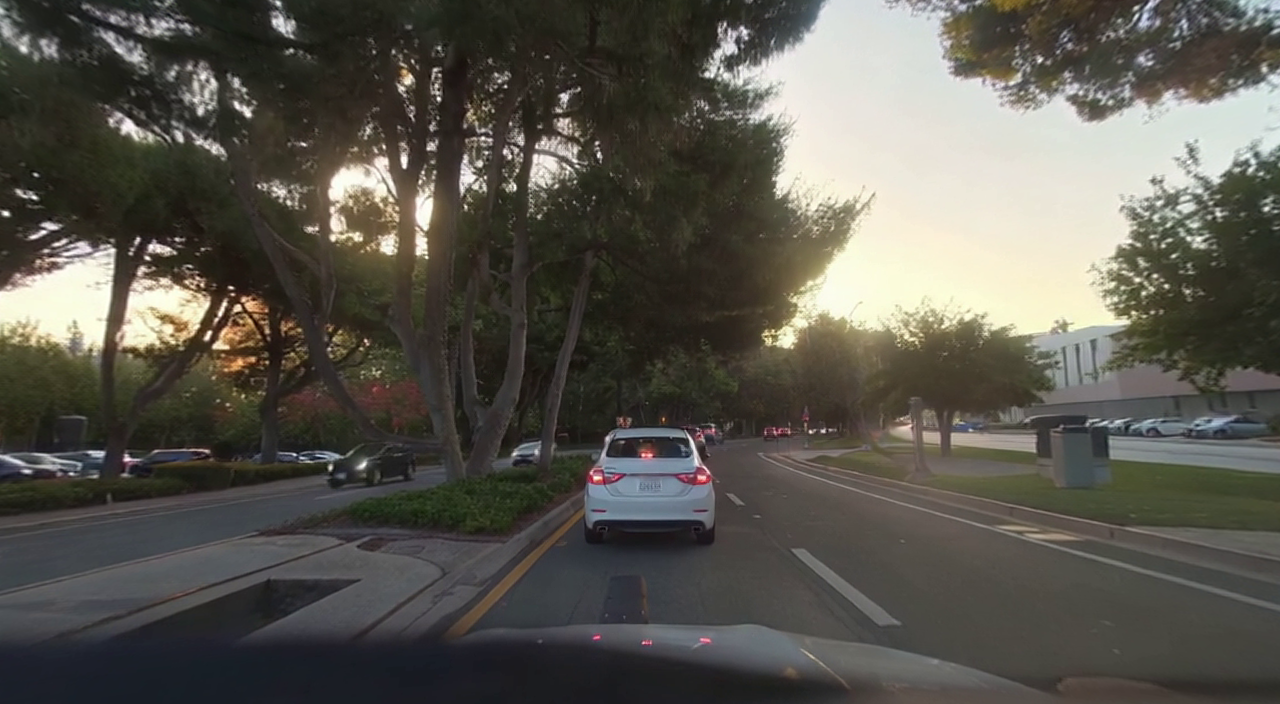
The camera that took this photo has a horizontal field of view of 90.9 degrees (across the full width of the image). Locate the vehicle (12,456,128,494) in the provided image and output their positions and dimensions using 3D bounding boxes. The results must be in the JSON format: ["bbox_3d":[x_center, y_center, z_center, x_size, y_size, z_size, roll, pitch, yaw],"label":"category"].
[{"bbox_3d":[-27.310,5.879,30.269,4.272,1.438,1.801,-5,-9,9],"label":"vehicle"}]

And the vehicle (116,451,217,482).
[{"bbox_3d":[-26.673,6.460,35.605,4.256,1.633,1.940,-1,-8,7],"label":"vehicle"}]

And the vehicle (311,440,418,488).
[{"bbox_3d":[-10.561,4.297,24.601,2.005,1.701,4.355,-1,-8,3],"label":"vehicle"}]

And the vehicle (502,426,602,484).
[{"bbox_3d":[-2.906,3.576,22.103,2.057,1.786,4.725,-2,-8,11],"label":"vehicle"}]

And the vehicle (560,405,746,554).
[{"bbox_3d":[0.182,1.789,9.498,2.154,1.710,4.128,-1,-8,1],"label":"vehicle"}]
